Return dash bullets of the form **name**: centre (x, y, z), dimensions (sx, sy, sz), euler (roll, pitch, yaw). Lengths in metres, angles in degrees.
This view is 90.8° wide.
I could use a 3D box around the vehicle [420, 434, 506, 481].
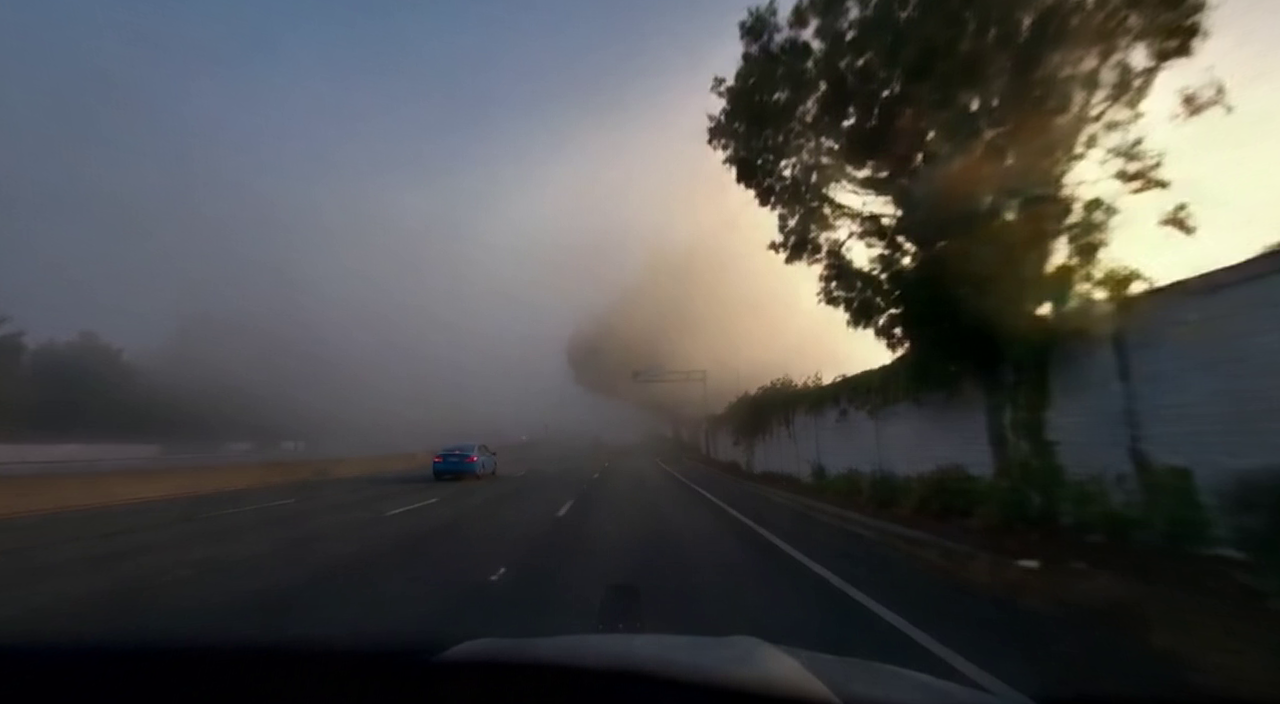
- **vehicle**: centre (-7.087, 4.276, 25.860), dimensions (2.115, 1.711, 4.722), euler (0, -8, 0)
